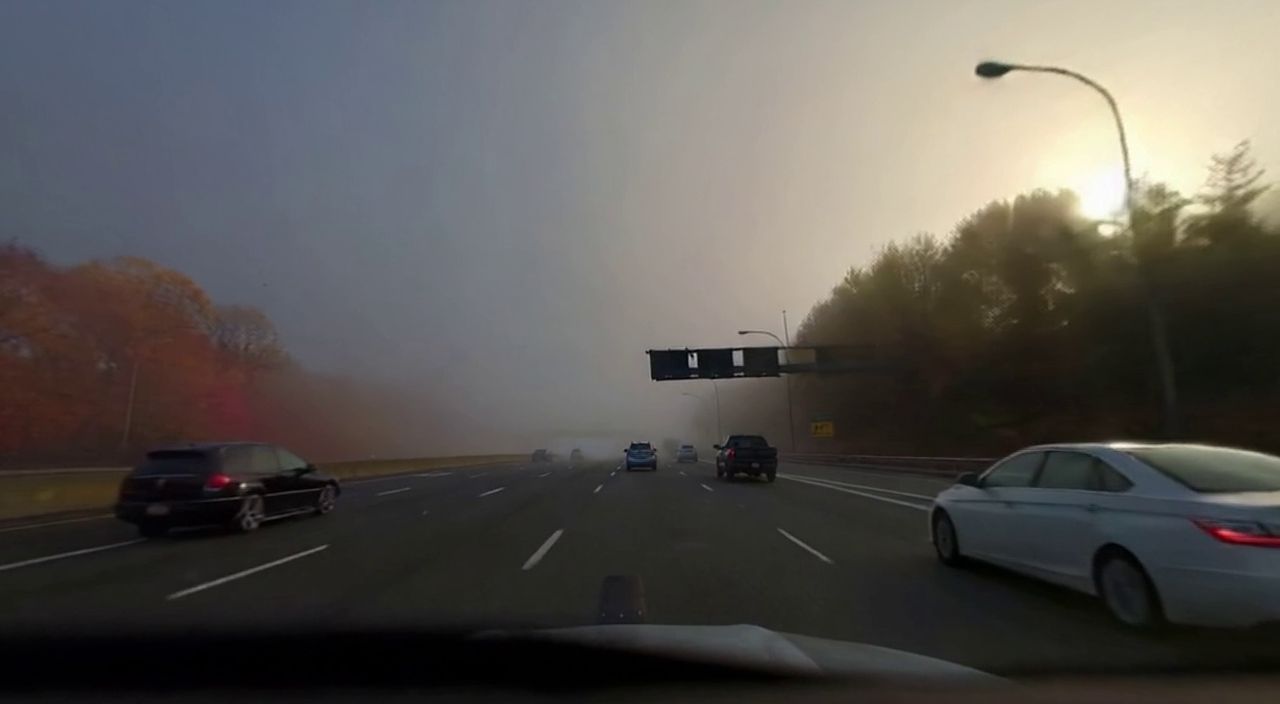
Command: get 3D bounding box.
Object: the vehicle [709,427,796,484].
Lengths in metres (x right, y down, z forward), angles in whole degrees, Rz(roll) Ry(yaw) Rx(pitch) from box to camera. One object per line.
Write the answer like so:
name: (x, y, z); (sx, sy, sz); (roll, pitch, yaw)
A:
vehicle: (4.292, 4.115, 25.194); (2.388, 1.998, 5.749); (0, -9, 0)

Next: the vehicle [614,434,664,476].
vehicle: (0.000, 5.272, 32.455); (2.372, 1.957, 5.121); (0, -9, 1)

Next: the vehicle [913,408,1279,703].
vehicle: (4.065, 1.274, 4.554); (2.057, 1.508, 4.767); (0, -9, 0)

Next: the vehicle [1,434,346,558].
vehicle: (-6.901, 2.152, 10.189); (2.014, 1.526, 4.577); (0, -9, 1)
